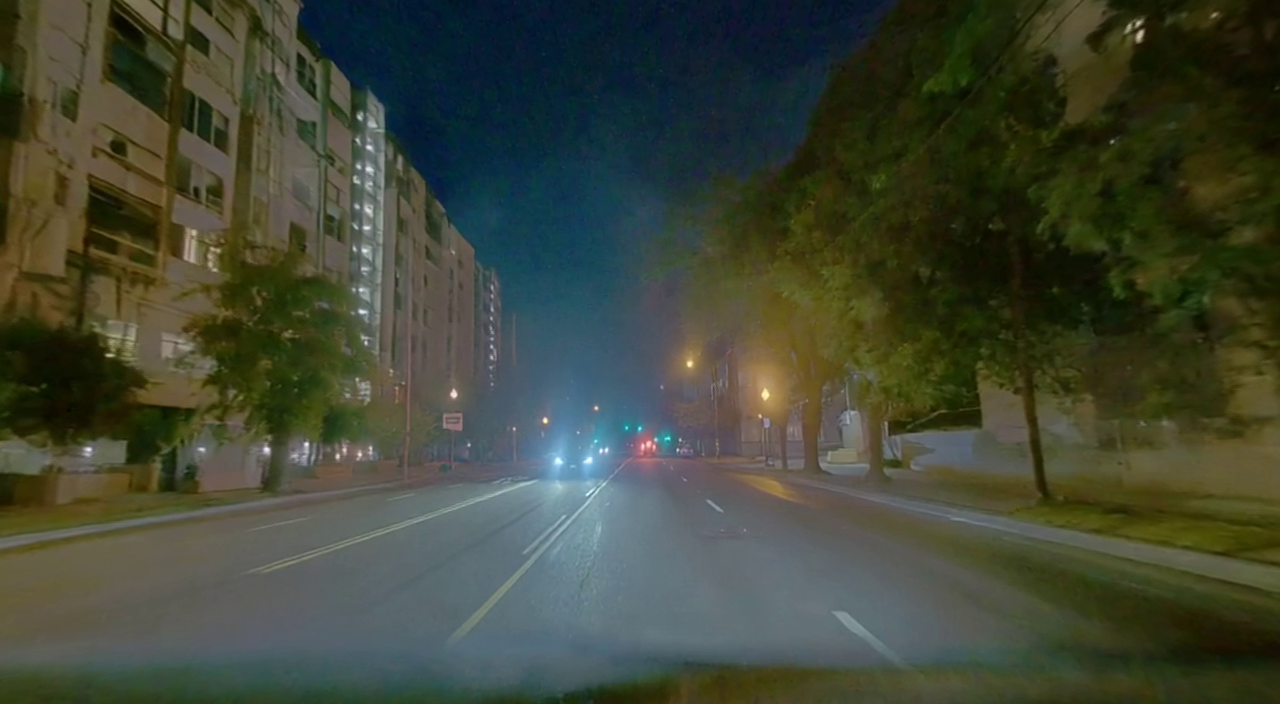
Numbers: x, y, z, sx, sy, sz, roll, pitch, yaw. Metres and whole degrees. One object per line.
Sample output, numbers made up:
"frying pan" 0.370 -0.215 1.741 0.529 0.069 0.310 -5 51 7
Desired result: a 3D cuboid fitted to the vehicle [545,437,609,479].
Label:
"vehicle" -2.756 4.797 28.652 2.332 1.732 4.463 0 -8 1
